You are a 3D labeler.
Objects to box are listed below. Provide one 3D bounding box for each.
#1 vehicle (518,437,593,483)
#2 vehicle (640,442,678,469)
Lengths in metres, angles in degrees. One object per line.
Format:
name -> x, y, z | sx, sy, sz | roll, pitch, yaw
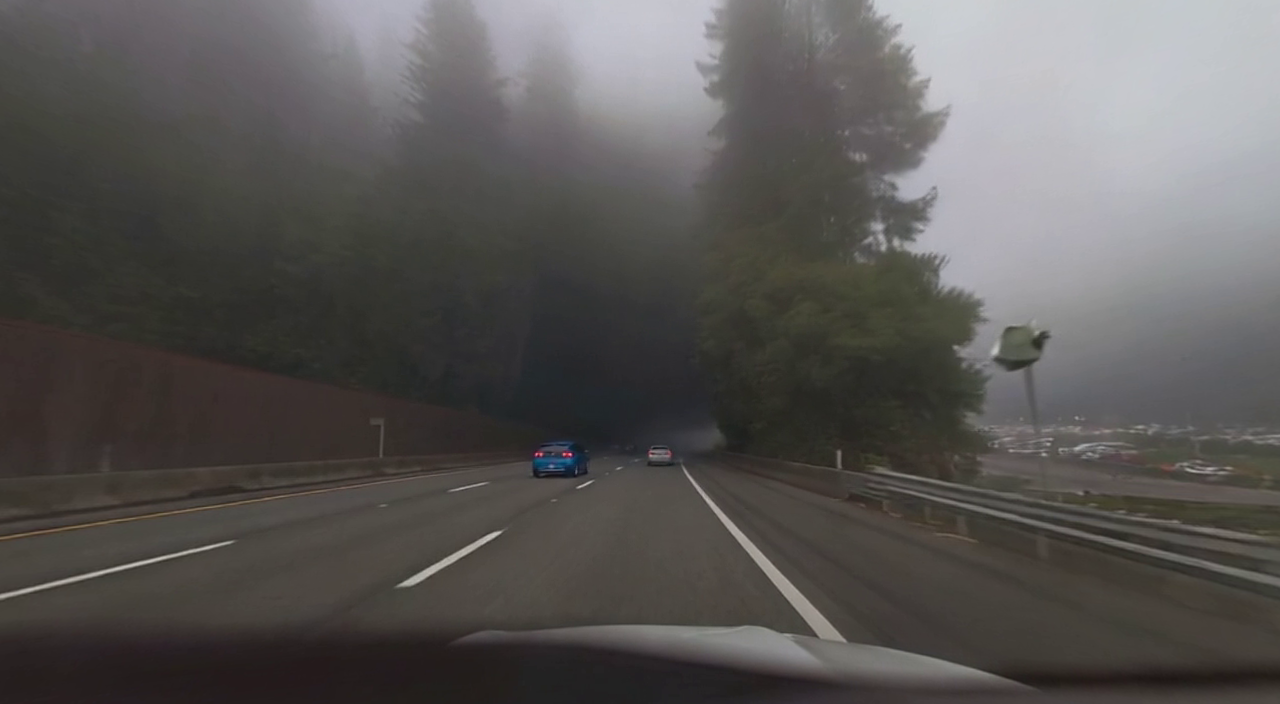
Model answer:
vehicle -> -3.007, 3.972, 23.553 | 2.024, 1.531, 4.431 | 0, -8, 2
vehicle -> 1.160, 5.935, 36.430 | 2.113, 1.464, 4.073 | 0, -8, 3
